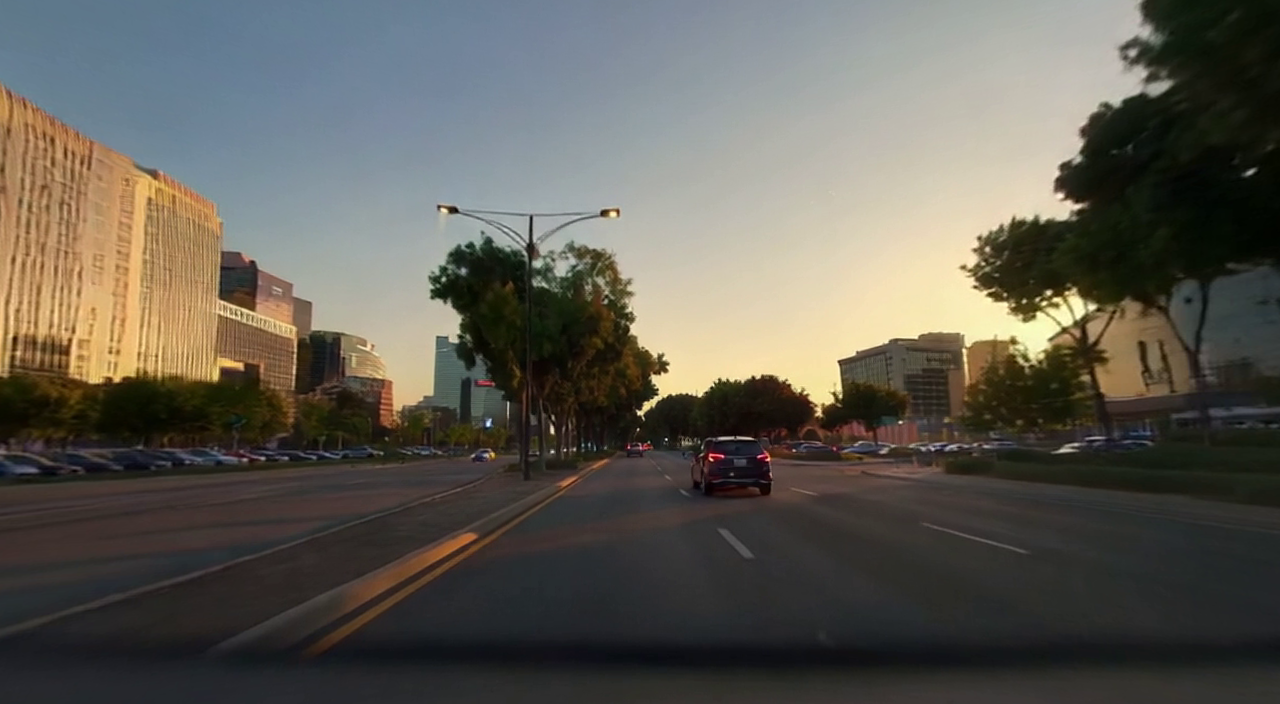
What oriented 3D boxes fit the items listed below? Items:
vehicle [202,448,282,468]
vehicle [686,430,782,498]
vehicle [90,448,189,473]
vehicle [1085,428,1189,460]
[{"bbox_3d":[-30.034,7.998,47.766,4.671,1.472,2.076,0,-8,2],"label":"vehicle"},{"bbox_3d":[2.507,3.119,18.012,1.963,1.677,4.229,0,-8,-2],"label":"vehicle"},{"bbox_3d":[-29.531,6.390,37.330,4.215,1.415,1.843,0,-8,-1],"label":"vehicle"},{"bbox_3d":[32.122,5.971,40.943,4.867,1.962,2.172,0,-8,1],"label":"vehicle"}]
